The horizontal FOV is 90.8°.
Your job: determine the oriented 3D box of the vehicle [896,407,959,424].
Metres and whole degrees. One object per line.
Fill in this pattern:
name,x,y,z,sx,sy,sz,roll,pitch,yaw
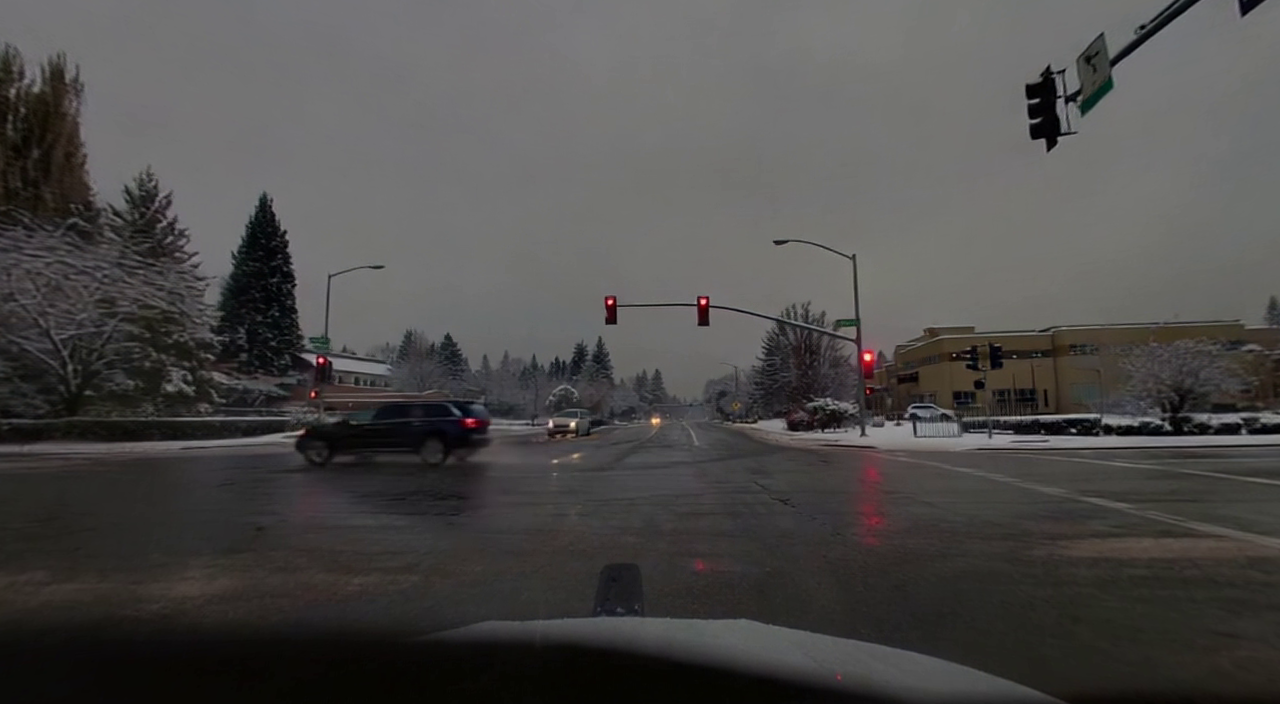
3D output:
vehicle,22.018,4.901,48.454,3.933,1.219,1.700,-1,-9,3

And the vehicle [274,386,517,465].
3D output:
vehicle,-6.140,1.944,16.425,5.383,1.870,2.203,-1,-9,3

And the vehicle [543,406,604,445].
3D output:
vehicle,-3.444,4.016,33.915,2.306,1.907,5.382,-1,-8,4
